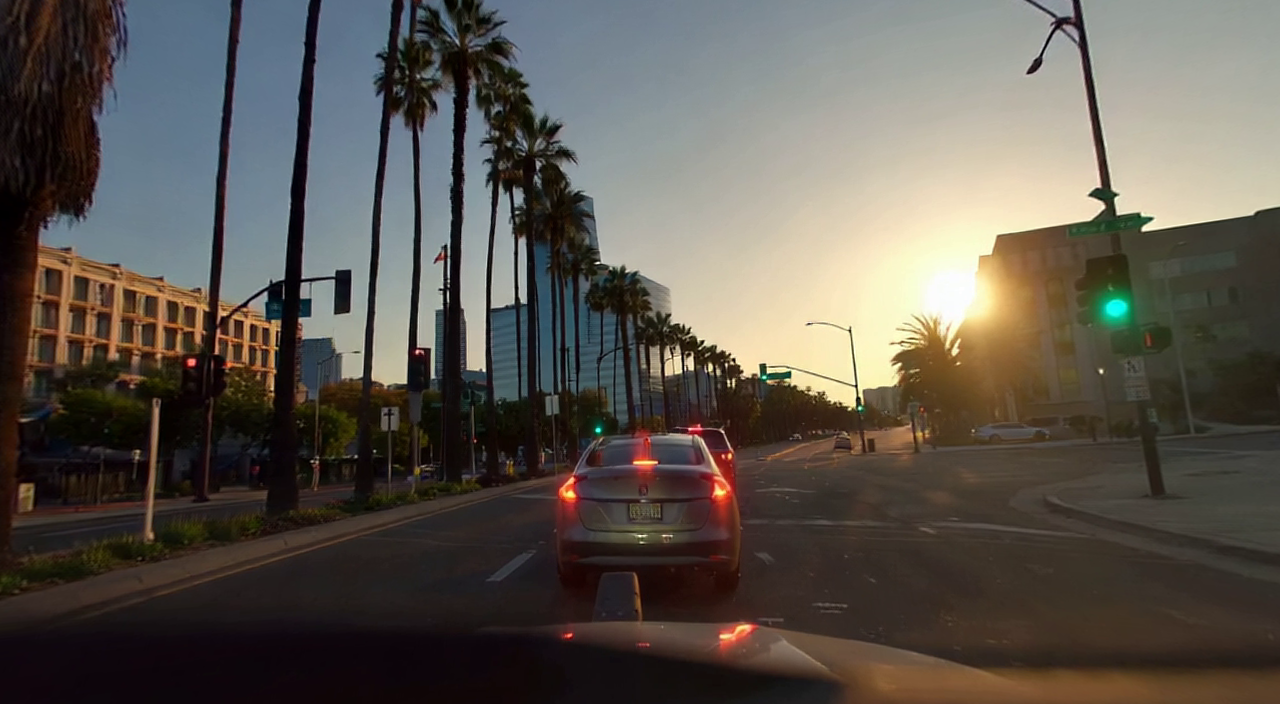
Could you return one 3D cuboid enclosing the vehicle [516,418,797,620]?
[{"bbox_3d":[0.148,1.555,6.825,2.096,1.492,4.071,0,-9,1],"label":"vehicle"}]
